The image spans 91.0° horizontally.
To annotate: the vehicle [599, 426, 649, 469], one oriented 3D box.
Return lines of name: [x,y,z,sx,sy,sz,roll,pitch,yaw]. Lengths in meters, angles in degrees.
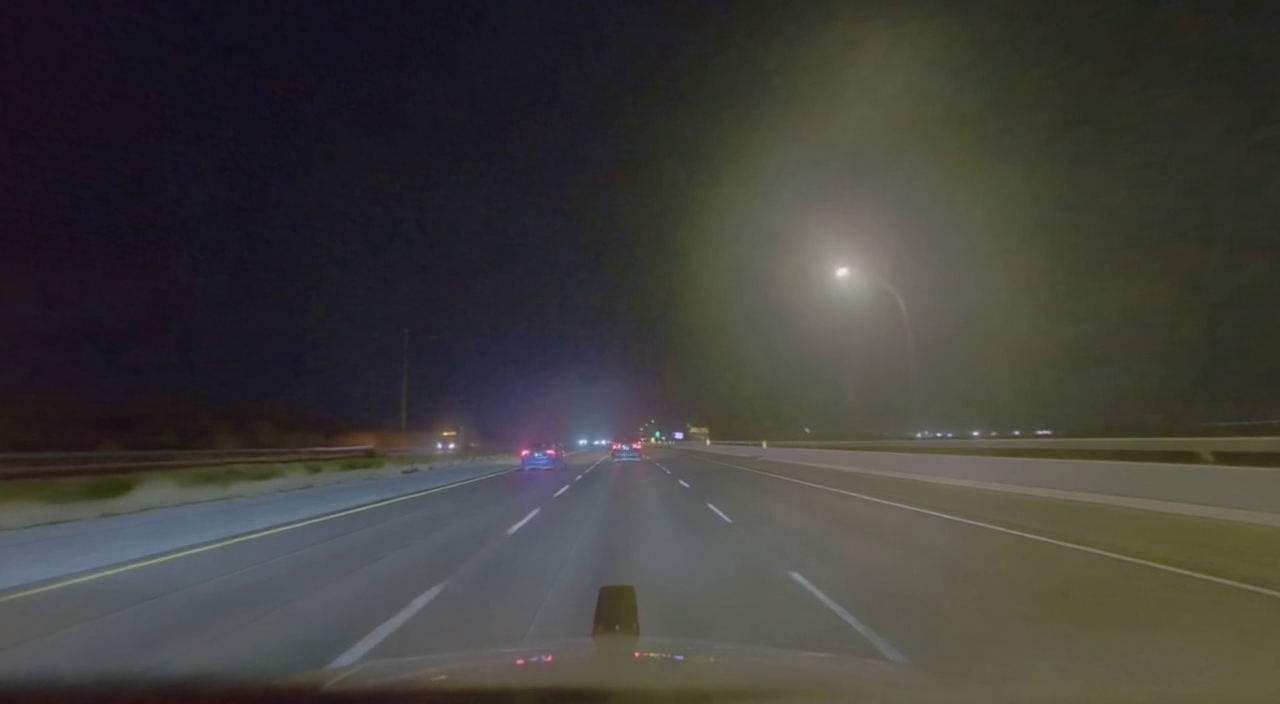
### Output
vehicle: [-0.805,4.805,31.812,2.382,1.973,4.439,0,-8,-1]

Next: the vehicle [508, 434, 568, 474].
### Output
vehicle: [-4.430,4.512,28.002,2.039,1.602,4.317,0,-8,-1]
